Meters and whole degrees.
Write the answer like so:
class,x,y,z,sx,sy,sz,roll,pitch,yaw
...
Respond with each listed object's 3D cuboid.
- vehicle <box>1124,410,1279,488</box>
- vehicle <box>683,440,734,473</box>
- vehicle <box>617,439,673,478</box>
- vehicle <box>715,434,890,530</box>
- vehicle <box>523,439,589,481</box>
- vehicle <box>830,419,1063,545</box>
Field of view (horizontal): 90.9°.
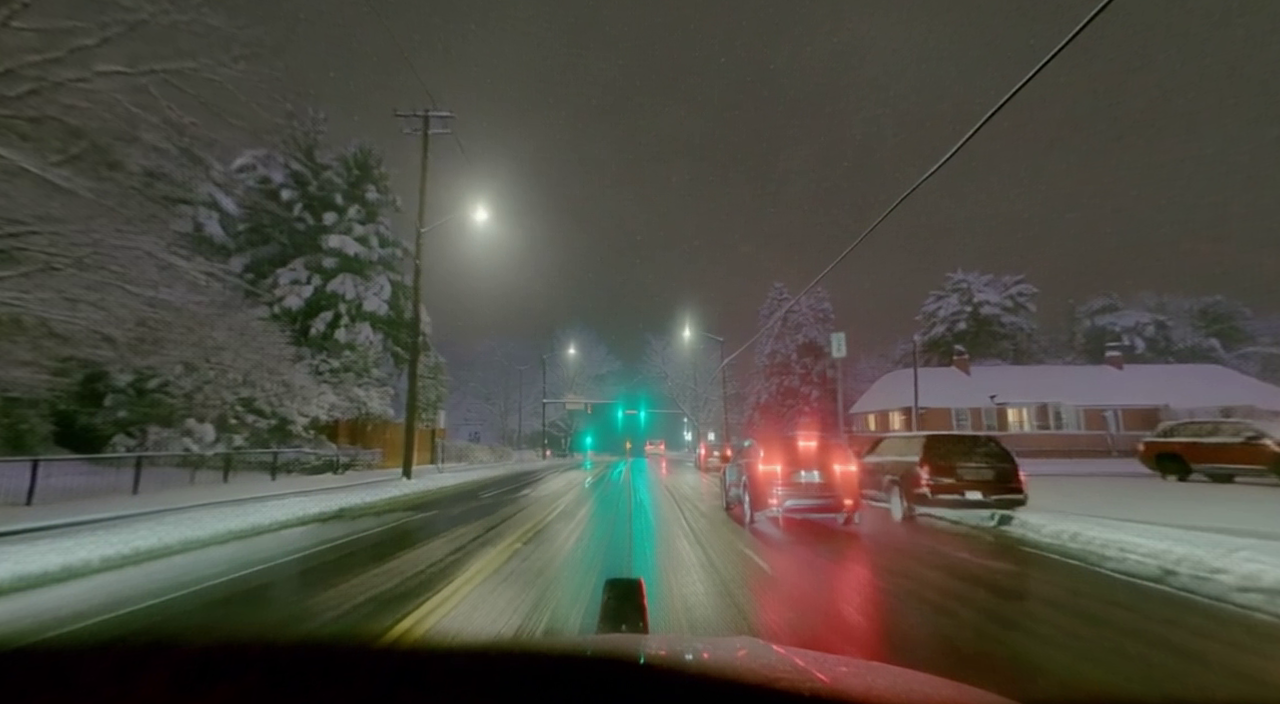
class,x,y,z,sx,sy,sz,roll,pitch,yaw
vehicle,16.470,2.623,16.927,2.478,1.836,5.409,0,-10,-2
vehicle,3.242,5.044,30.662,1.943,1.484,4.030,0,-8,-1
vehicle,0.163,4.300,25.751,2.101,1.467,4.210,0,-8,0
vehicle,2.812,2.367,12.145,2.158,1.483,4.415,0,-8,-1
vehicle,-3.196,4.218,24.886,2.012,1.505,4.205,0,-8,1
vehicle,5.714,2.414,12.608,2.277,1.850,4.717,4,-8,-1
